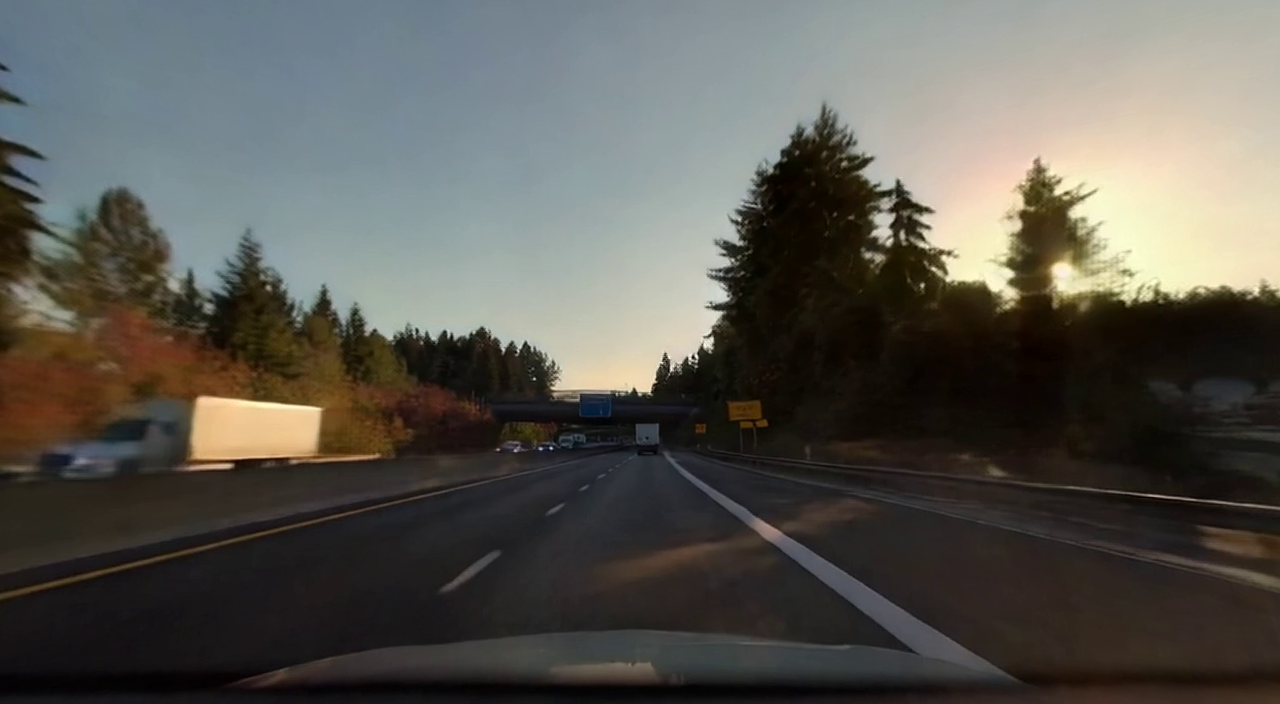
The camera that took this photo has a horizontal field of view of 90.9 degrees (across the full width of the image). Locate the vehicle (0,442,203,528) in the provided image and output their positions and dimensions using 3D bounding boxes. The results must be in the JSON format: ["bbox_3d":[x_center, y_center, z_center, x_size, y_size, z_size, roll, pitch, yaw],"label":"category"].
[{"bbox_3d":[-12.193,2.703,13.469,2.110,1.488,4.893,0,-9,1],"label":"vehicle"}]
